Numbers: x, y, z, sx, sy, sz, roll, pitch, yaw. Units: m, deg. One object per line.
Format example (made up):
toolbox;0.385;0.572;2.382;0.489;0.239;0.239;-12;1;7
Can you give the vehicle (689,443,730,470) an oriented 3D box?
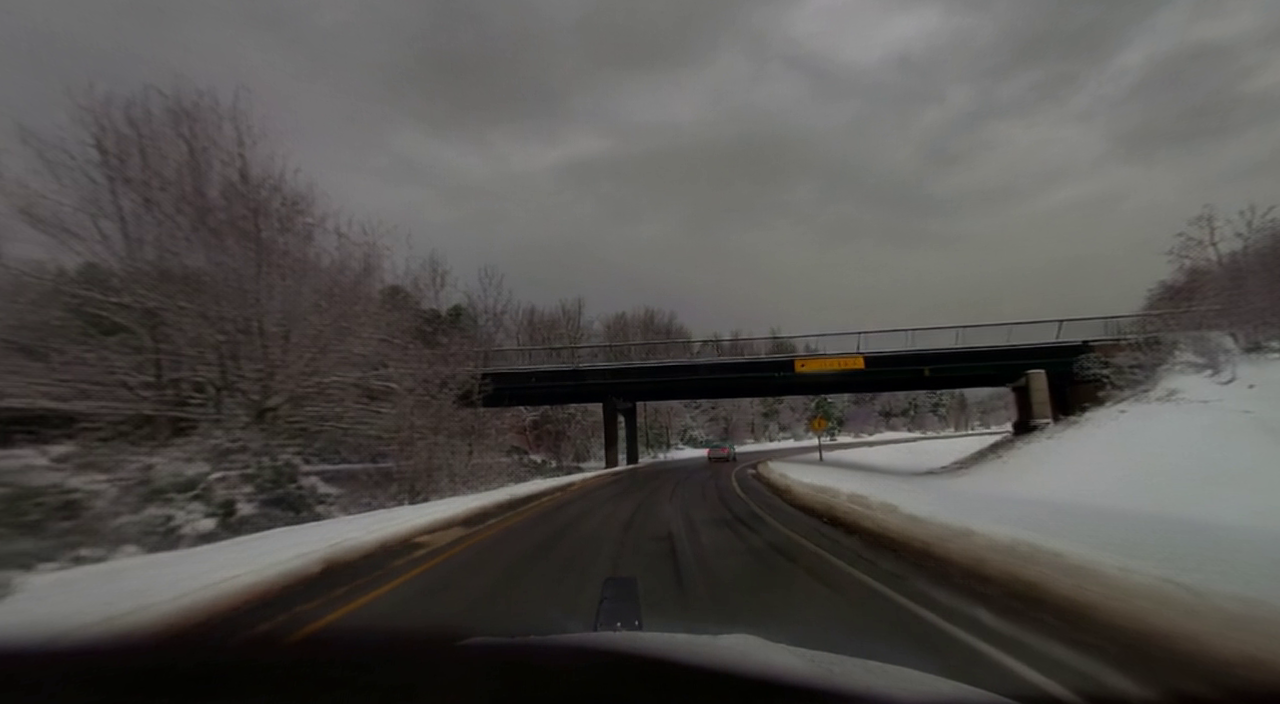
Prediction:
vehicle;4.053;6.007;36.230;1.980;1.449;3.650;-2;-9;11
